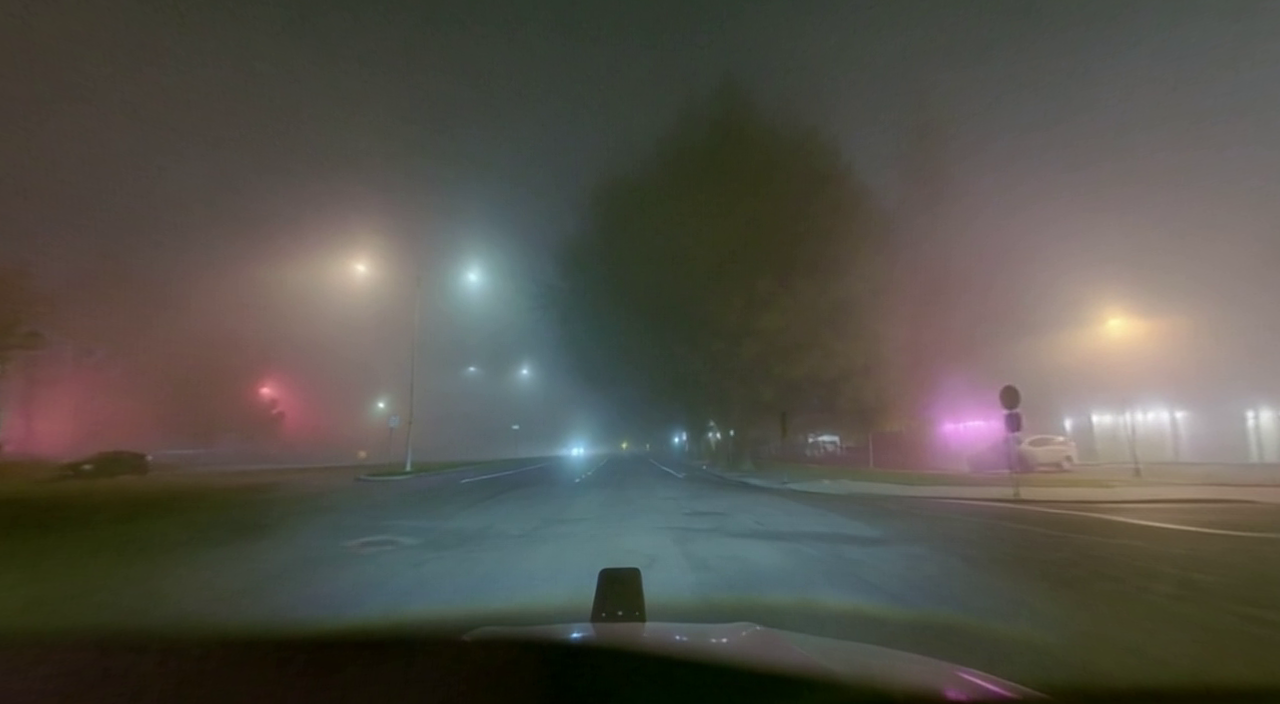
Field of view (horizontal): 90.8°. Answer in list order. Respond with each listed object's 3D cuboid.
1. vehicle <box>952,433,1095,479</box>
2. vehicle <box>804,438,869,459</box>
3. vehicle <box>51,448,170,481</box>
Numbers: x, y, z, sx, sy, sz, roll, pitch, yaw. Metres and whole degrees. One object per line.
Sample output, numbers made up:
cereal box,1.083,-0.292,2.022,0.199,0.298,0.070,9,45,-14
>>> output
vehicle,15.089,4.084,25.024,4.268,1.589,2.156,-1,-7,-5
vehicle,14.583,7.217,47.129,4.198,1.561,1.937,0,-10,1
vehicle,-26.172,5.551,31.499,1.828,1.448,4.689,1,-8,1
